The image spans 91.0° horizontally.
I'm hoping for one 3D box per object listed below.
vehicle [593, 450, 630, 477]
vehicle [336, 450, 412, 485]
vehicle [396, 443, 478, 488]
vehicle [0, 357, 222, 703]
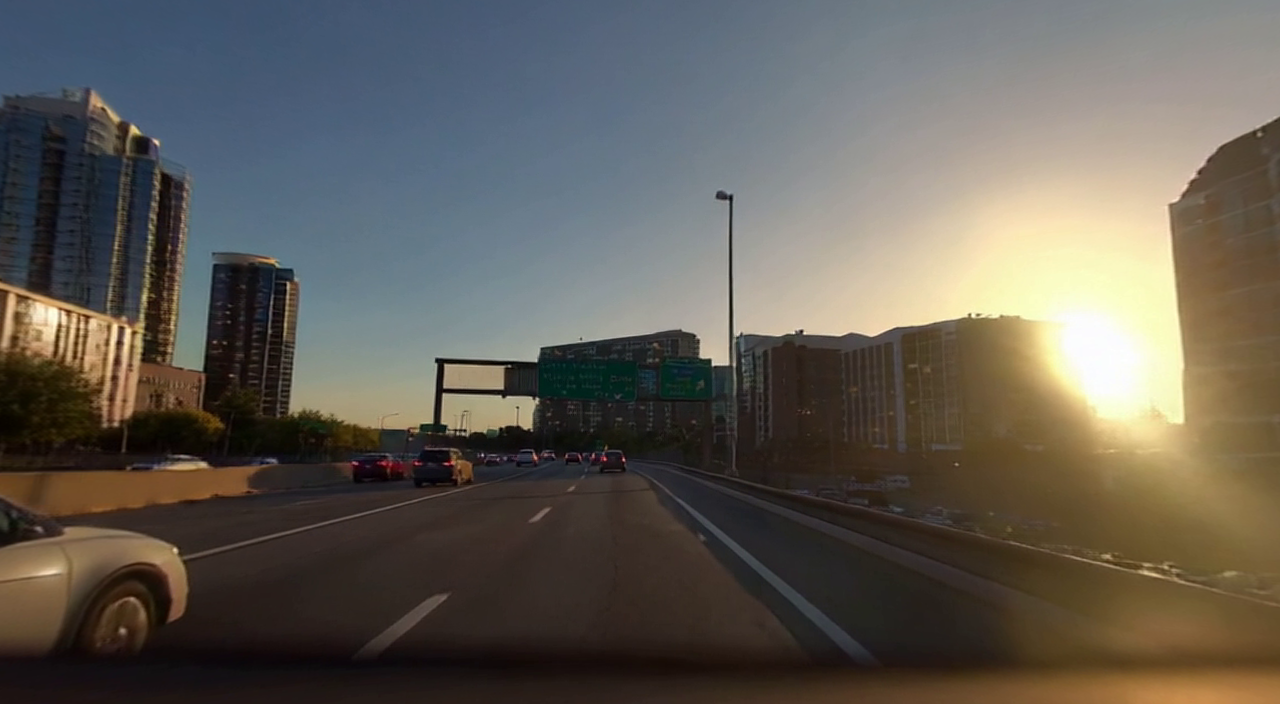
[{"bbox_3d":[-1.736,6.791,38.590,2.110,1.501,4.319,0,-9,-3],"label":"vehicle"},{"bbox_3d":[-12.346,5.359,29.520,1.936,1.501,3.900,0,-9,-2],"label":"vehicle"},{"bbox_3d":[-8.412,4.717,26.514,2.065,1.689,4.399,0,-9,-1],"label":"vehicle"},{"bbox_3d":[-3.624,0.738,1.528,2.036,1.717,4.592,0,-9,0],"label":"vehicle"}]
